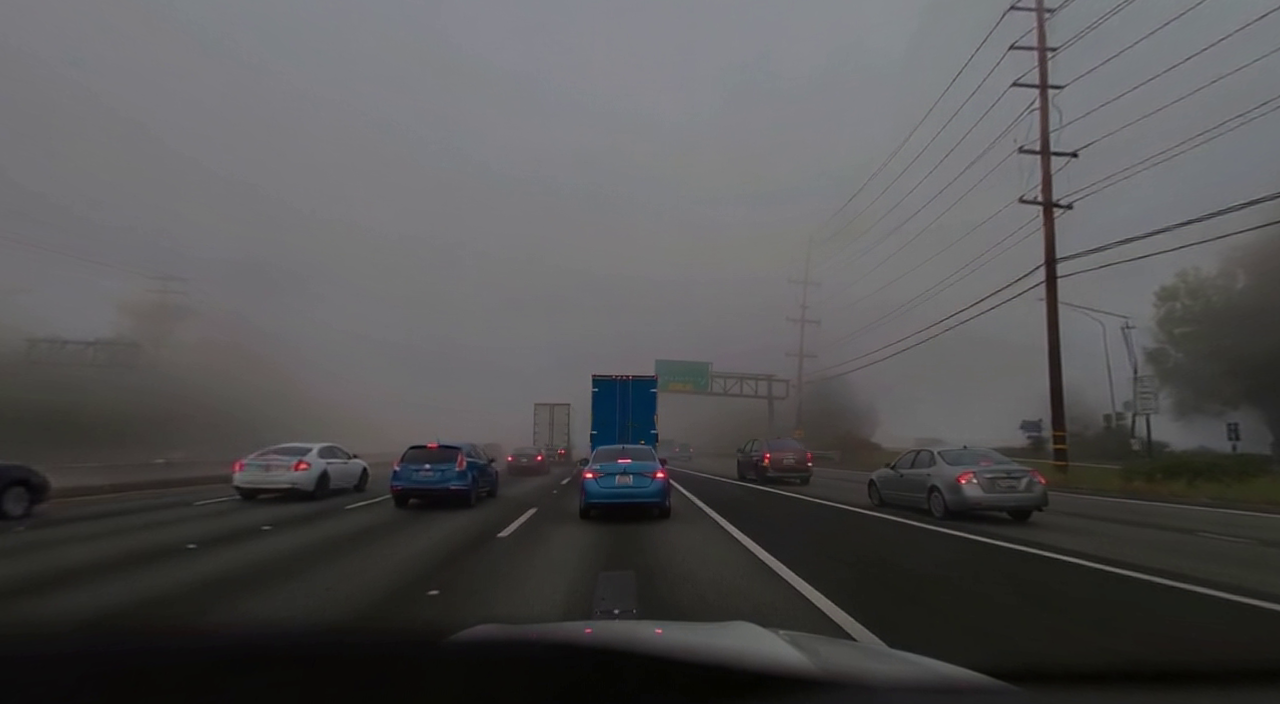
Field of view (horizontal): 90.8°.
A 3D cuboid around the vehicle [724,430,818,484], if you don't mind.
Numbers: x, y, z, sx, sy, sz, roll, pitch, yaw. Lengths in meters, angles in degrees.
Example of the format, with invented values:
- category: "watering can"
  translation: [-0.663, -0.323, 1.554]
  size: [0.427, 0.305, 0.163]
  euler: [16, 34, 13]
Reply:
- category: "vehicle"
  translation: [4.375, 3.588, 21.743]
  size: [2.023, 1.676, 4.002]
  euler: [1, -9, -6]

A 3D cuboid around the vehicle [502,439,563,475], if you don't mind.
- category: "vehicle"
  translation: [-4.723, 4.718, 28.553]
  size: [2.090, 1.463, 4.968]
  euler: [0, -9, -2]

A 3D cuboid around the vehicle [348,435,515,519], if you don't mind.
- category: "vehicle"
  translation: [-4.182, 2.593, 13.747]
  size: [1.960, 1.450, 5.246]
  euler: [0, -9, -1]

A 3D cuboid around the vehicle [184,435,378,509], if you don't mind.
- category: "vehicle"
  translation: [-8.261, 2.792, 15.211]
  size: [1.988, 1.472, 4.852]
  euler: [0, -9, -3]

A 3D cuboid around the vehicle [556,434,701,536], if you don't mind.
- category: "vehicle"
  translation: [-0.282, 2.242, 11.255]
  size: [2.112, 1.463, 4.012]
  euler: [0, -9, -3]

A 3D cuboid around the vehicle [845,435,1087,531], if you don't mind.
- category: "vehicle"
  translation: [5.581, 2.276, 11.571]
  size: [1.878, 1.406, 4.164]
  euler: [1, -9, -6]
